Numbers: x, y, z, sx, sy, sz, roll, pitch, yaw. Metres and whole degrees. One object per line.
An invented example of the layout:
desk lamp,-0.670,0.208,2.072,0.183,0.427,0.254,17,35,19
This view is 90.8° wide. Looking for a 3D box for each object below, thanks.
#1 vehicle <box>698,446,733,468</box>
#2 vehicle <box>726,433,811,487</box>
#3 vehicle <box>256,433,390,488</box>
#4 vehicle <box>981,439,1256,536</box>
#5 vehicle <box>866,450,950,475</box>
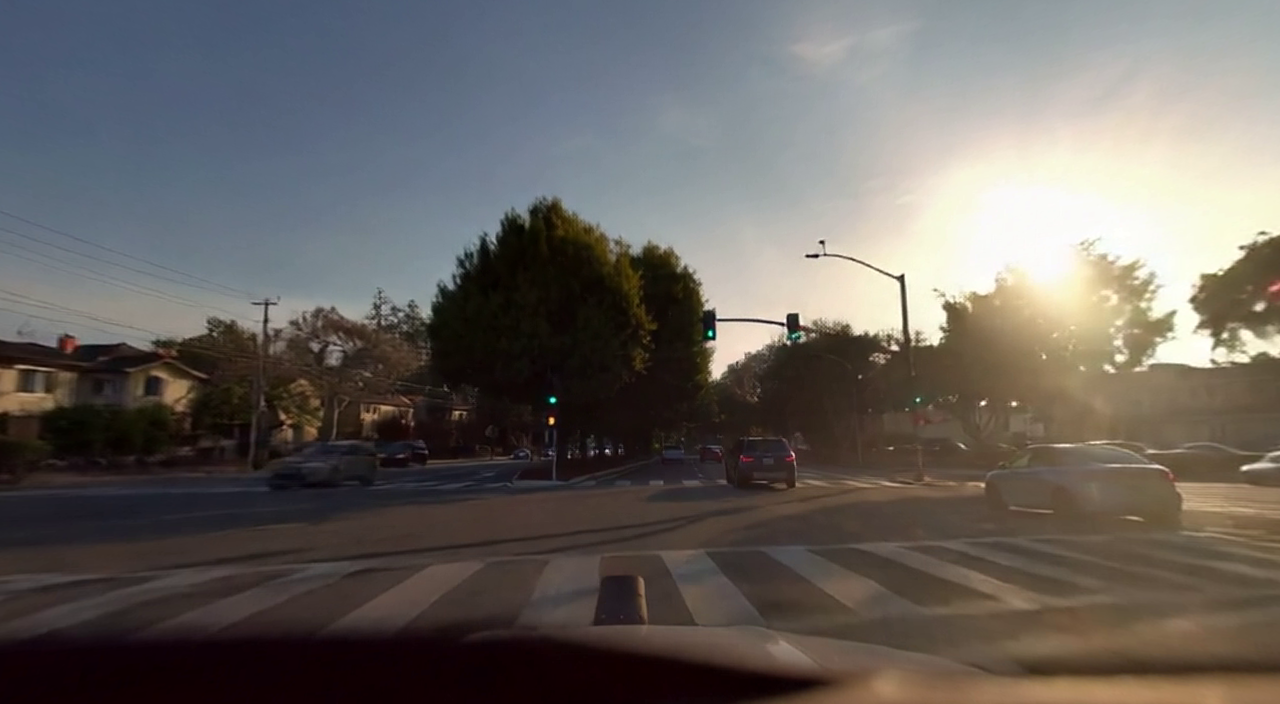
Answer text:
vehicle,5.180,7.245,43.758,2.064,1.474,4.389,0,-9,2
vehicle,4.657,4.002,23.680,2.209,1.813,4.724,0,-9,1
vehicle,-11.323,3.907,23.071,2.155,1.768,4.904,-1,-9,2
vehicle,8.571,2.425,11.933,1.949,1.492,4.103,0,-9,0
vehicle,16.724,6.893,39.734,2.040,1.472,4.846,3,-9,-21
